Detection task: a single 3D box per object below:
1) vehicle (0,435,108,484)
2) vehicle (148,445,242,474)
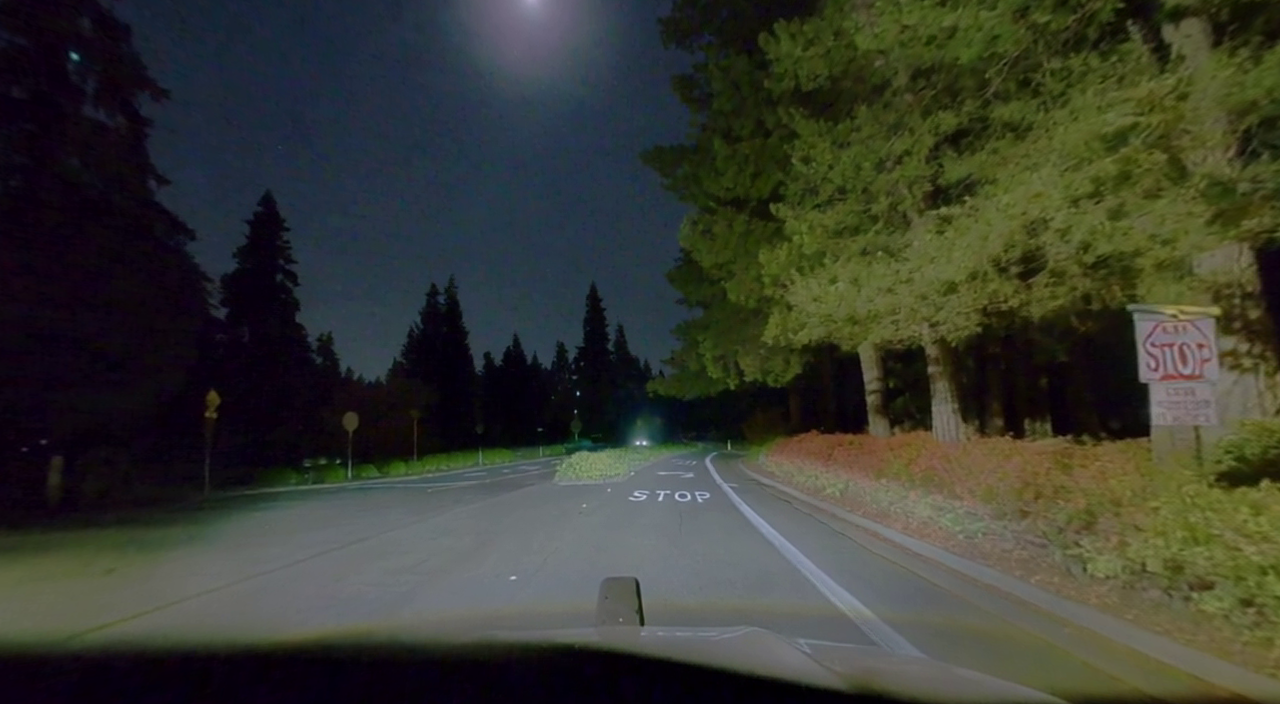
[{"bbox_3d":[-28.398,5.097,29.978,4.733,1.892,1.939,-4,-4,2],"label":"vehicle"},{"bbox_3d":[-25.908,6.260,36.893,4.007,1.459,1.952,-2,-8,0],"label":"vehicle"}]
